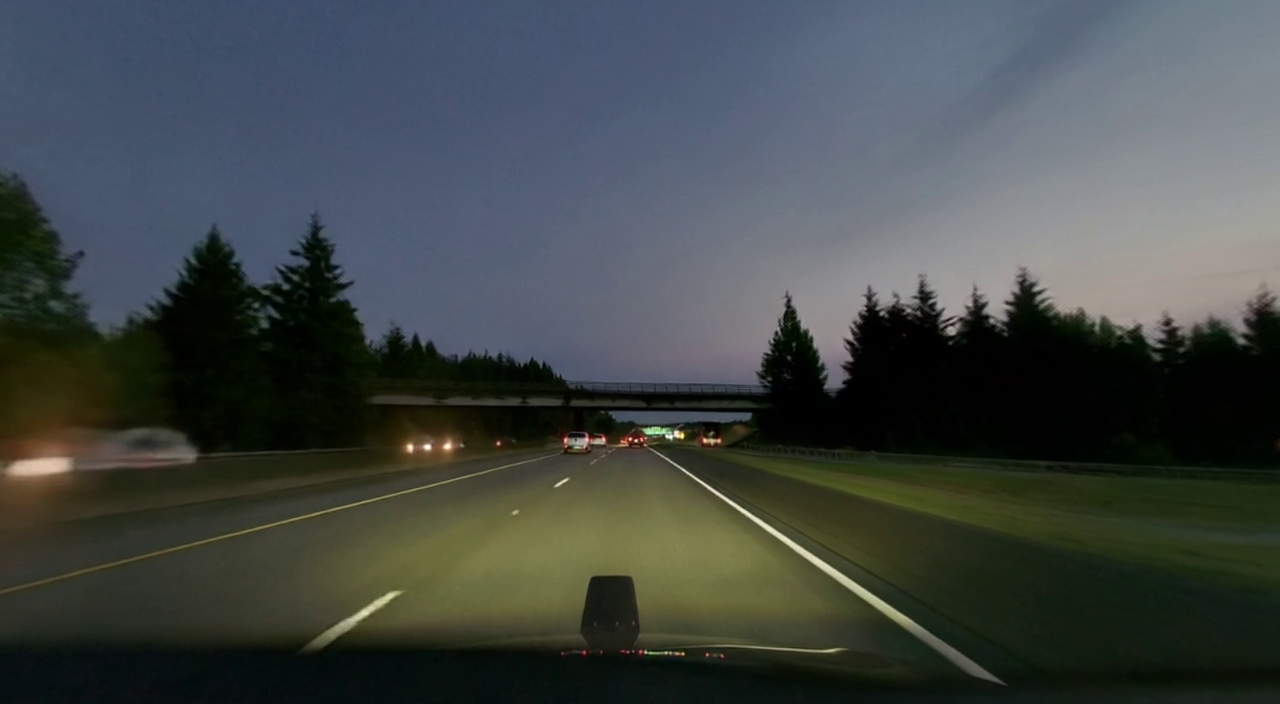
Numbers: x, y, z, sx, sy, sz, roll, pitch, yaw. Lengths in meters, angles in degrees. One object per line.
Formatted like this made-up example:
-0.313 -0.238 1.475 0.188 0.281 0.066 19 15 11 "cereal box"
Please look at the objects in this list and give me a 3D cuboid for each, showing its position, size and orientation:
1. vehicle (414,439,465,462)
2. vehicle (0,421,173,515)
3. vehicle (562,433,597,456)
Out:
-13.297 6.566 42.021 2.062 1.437 4.002 0 -8 0 "vehicle"
-12.575 2.346 13.122 1.877 1.696 5.004 0 -8 -1 "vehicle"
-4.268 6.607 45.156 2.169 1.588 4.264 0 -8 0 "vehicle"
